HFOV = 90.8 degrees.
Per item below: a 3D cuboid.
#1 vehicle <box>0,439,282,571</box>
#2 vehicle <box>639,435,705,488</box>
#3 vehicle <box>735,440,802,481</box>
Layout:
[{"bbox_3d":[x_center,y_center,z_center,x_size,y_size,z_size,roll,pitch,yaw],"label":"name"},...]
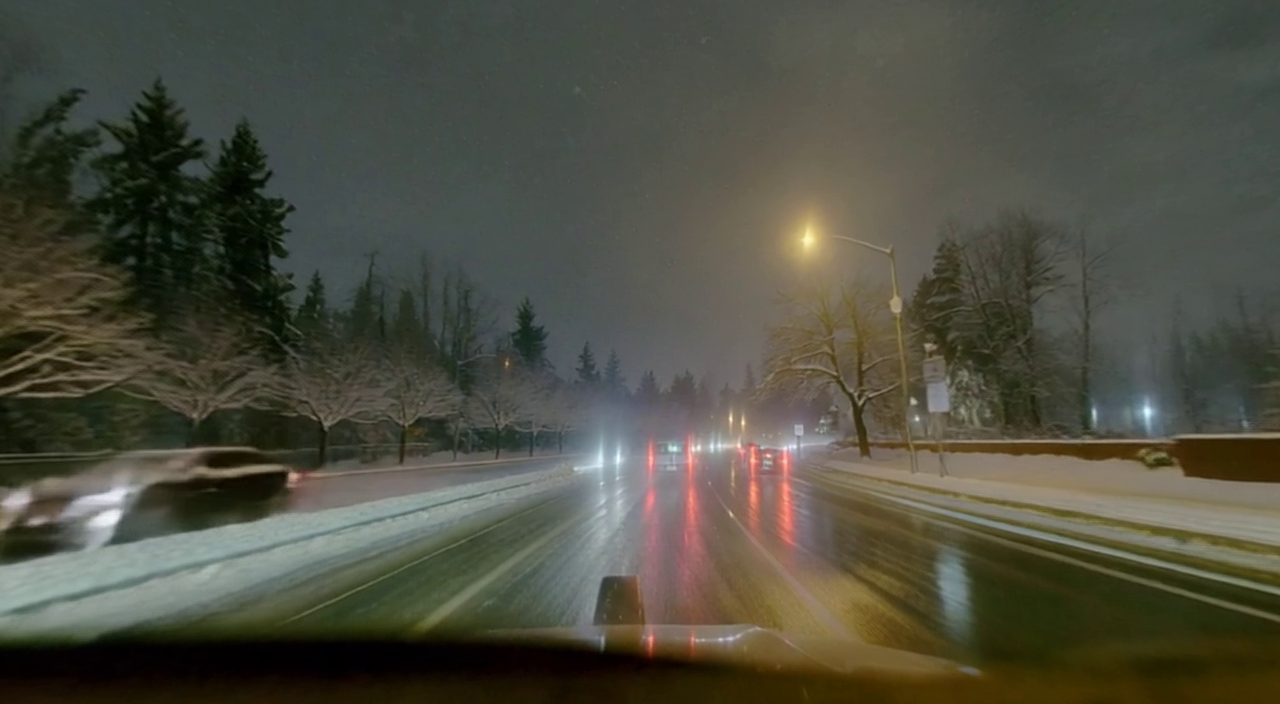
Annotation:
[{"bbox_3d":[-7.748,2.083,9.483,1.933,1.472,4.482,-1,-9,3],"label":"vehicle"},{"bbox_3d":[1.232,3.869,22.578,2.105,1.676,4.541,-1,-9,5],"label":"vehicle"},{"bbox_3d":[5.077,4.350,25.548,2.147,1.474,4.083,-1,-9,4],"label":"vehicle"}]
